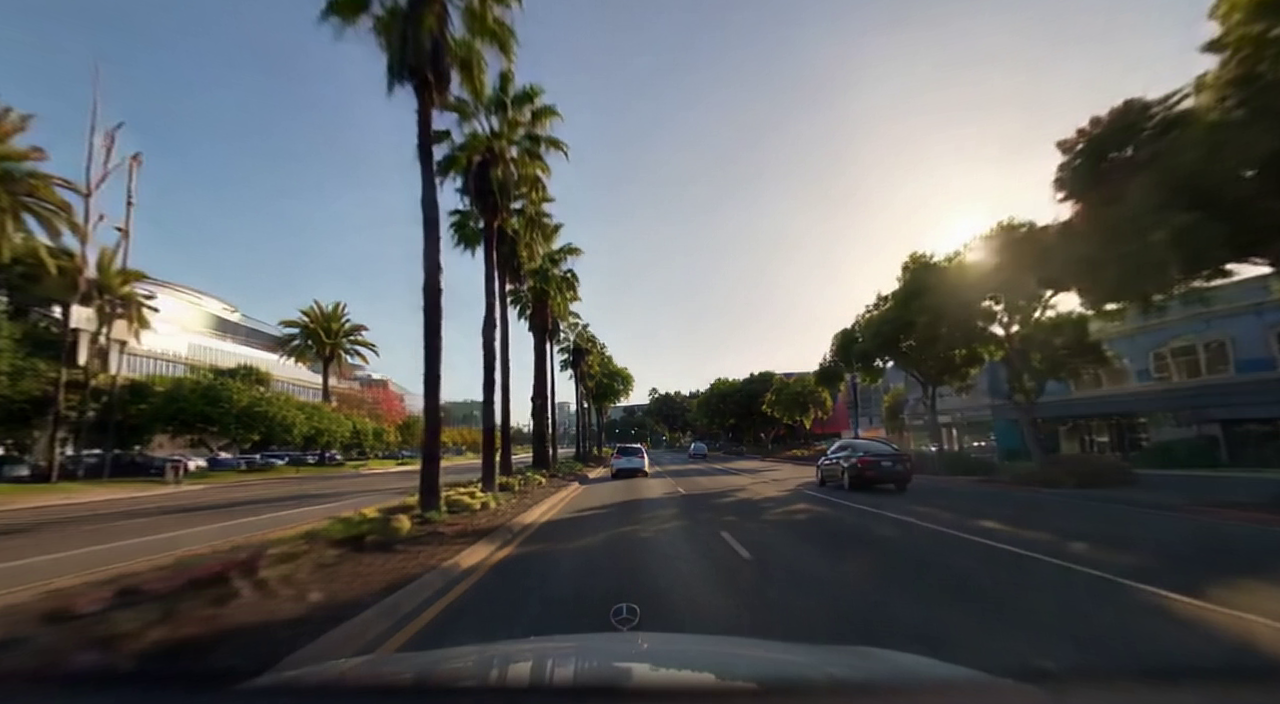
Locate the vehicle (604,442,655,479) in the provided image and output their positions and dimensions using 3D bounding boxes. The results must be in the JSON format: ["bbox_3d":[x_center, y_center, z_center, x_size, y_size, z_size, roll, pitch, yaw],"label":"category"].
[{"bbox_3d":[-0.421,4.423,25.910,1.970,1.402,3.756,0,-8,-1],"label":"vehicle"}]

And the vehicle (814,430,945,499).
[{"bbox_3d":[6.380,3.021,17.325,1.949,1.647,3.894,0,-8,-2],"label":"vehicle"}]
